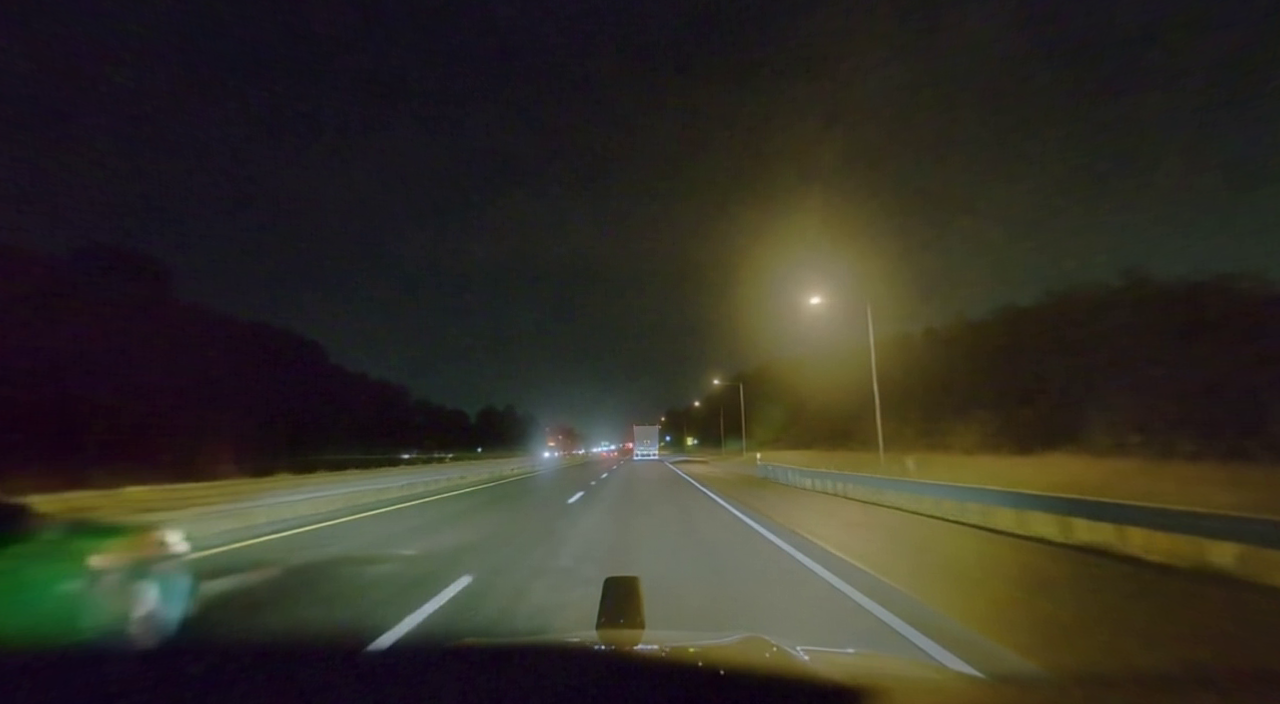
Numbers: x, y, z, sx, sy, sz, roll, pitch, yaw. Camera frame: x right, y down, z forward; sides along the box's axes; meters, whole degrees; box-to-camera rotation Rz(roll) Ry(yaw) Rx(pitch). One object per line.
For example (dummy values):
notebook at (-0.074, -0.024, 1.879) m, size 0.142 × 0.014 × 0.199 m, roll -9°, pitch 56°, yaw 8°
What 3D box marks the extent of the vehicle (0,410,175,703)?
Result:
vehicle at (-3.793, 0.827, 1.699) m, size 1.886 × 1.465 × 4.119 m, roll 0°, pitch -9°, yaw 1°
